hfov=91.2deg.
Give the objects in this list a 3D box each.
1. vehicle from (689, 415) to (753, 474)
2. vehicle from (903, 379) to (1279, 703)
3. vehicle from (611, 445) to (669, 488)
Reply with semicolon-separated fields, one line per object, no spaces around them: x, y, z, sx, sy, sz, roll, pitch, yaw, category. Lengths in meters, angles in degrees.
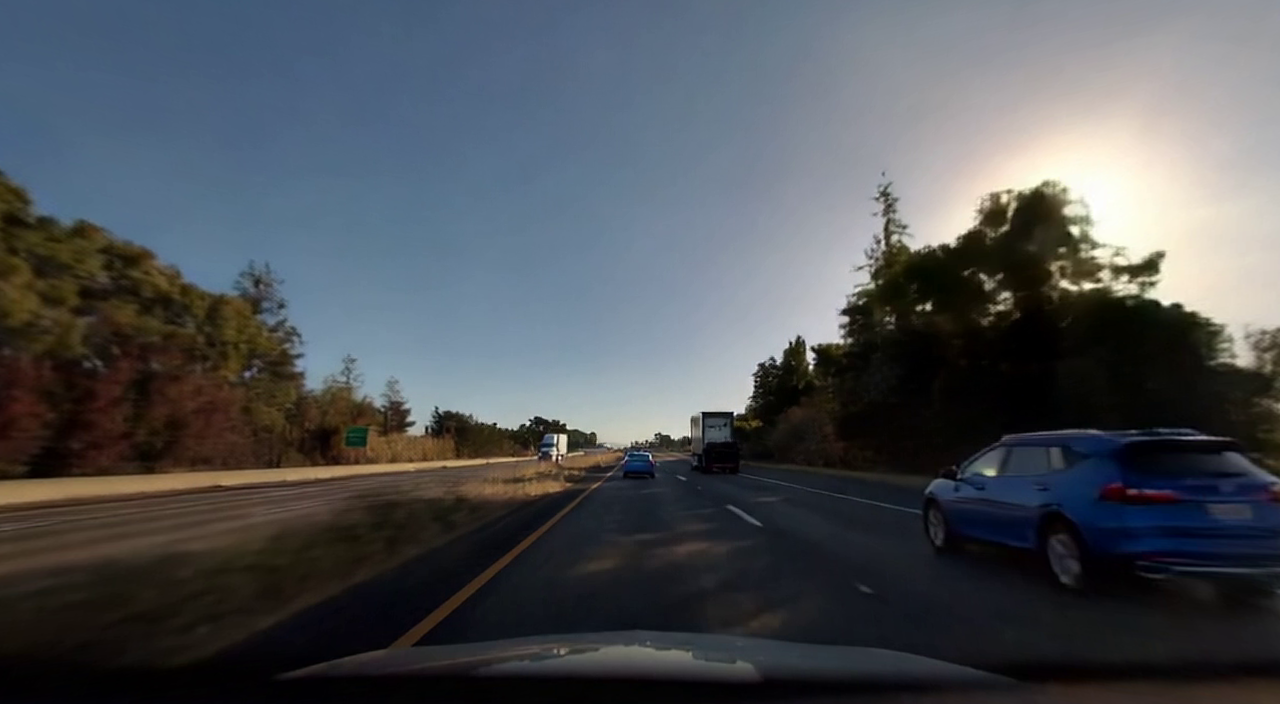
4.657;5.575;37.641;2.791;3.201;7.145;-1;-9;0;vehicle
3.868;1.184;4.697;1.953;1.540;4.101;0;-9;-1;vehicle
-0.022;4.418;24.485;2.066;1.490;3.759;0;-9;-1;vehicle
